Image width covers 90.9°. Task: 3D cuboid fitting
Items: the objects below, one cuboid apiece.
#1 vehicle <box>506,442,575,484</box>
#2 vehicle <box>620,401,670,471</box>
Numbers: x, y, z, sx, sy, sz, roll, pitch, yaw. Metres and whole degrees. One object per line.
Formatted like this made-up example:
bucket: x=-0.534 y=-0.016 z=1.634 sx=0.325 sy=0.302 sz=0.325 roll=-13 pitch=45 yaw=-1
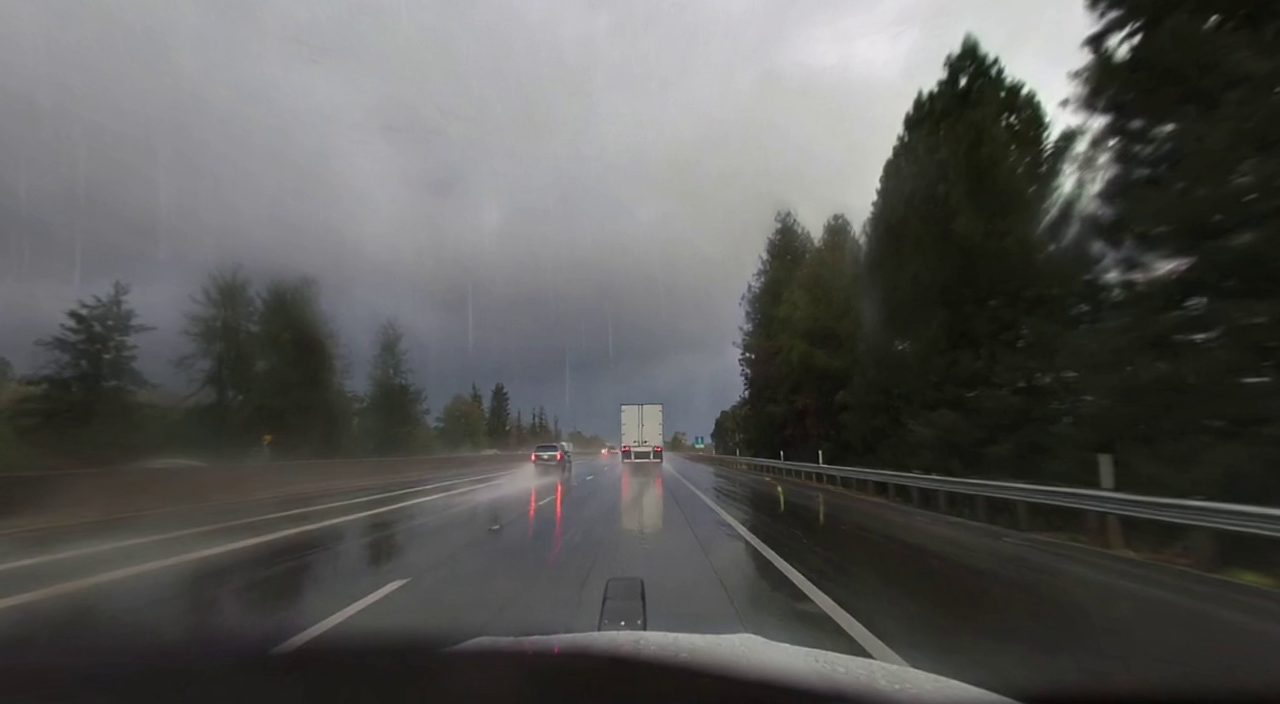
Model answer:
vehicle: x=-3.967 y=4.490 z=25.793 sx=2.063 sy=1.583 sz=4.049 roll=0 pitch=-9 yaw=1
vehicle: x=0.350 y=5.576 z=41.252 sx=2.899 sy=3.966 sz=10.053 roll=0 pitch=-9 yaw=1
